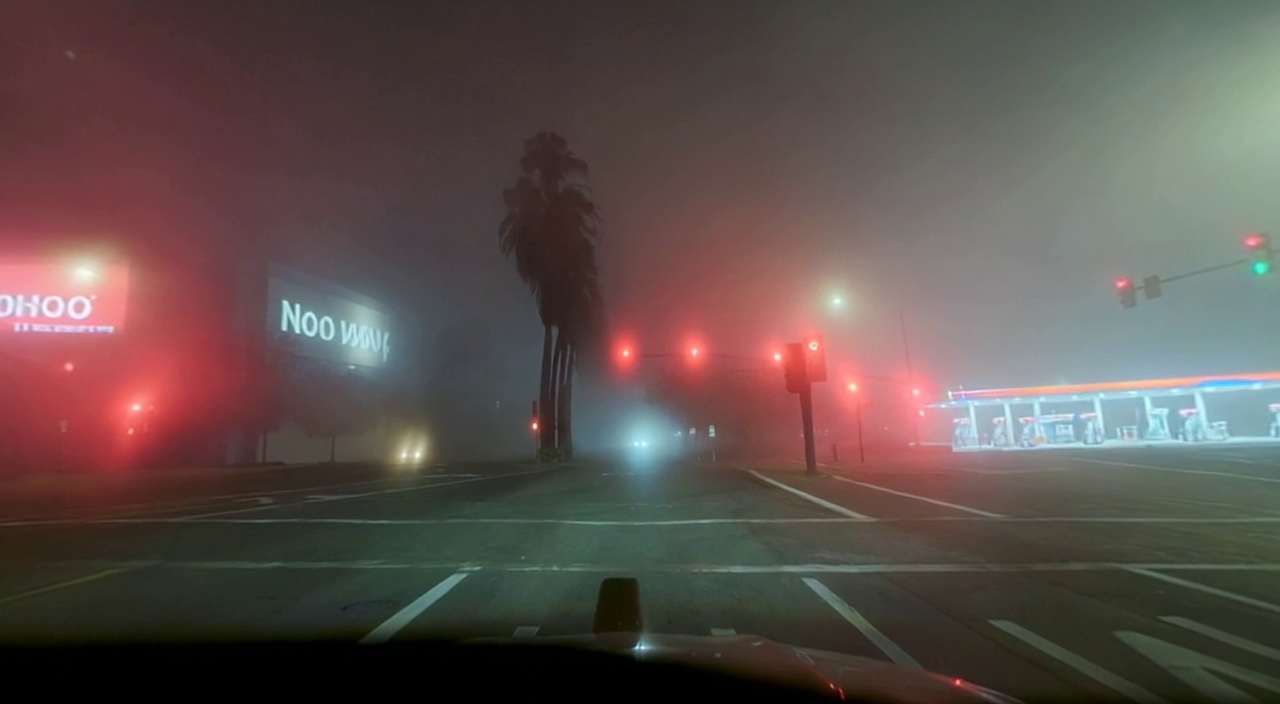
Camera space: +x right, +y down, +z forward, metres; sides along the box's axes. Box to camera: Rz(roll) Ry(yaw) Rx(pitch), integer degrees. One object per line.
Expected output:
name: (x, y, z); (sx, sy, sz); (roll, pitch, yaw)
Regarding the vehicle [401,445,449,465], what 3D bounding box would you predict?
vehicle: (-16.377, 7.867, 48.137); (2.033, 1.467, 4.504); (0, -8, 0)
